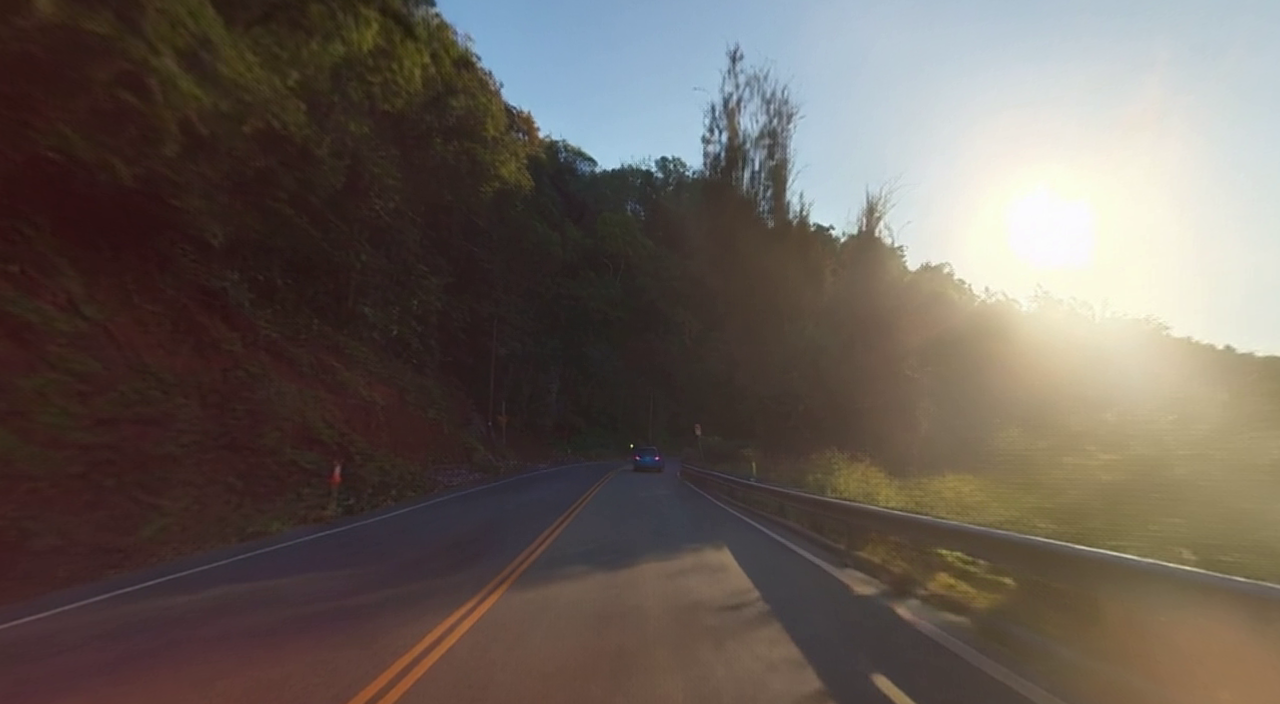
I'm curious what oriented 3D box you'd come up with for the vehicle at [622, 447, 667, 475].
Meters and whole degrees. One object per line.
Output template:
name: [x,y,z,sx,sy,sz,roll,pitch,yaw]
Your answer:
vehicle: [0.338,6.195,36.065,2.259,1.503,4.075,-1,-9,5]
